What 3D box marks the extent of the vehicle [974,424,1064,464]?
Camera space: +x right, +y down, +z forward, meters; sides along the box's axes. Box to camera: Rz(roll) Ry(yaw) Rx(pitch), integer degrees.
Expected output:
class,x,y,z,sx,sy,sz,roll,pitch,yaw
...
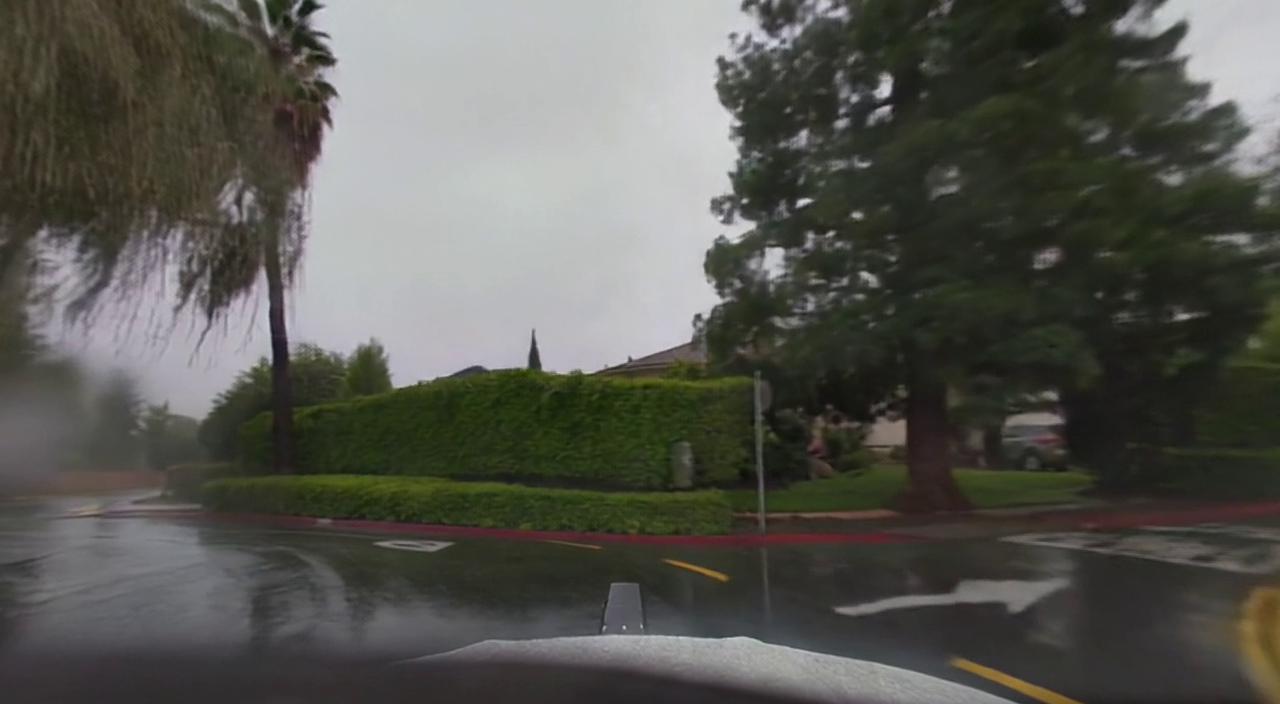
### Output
class,x,y,z,sx,sy,sz,roll,pitch,yaw
vehicle,15.958,3.919,26.759,1.802,1.548,3.501,-1,-9,5
